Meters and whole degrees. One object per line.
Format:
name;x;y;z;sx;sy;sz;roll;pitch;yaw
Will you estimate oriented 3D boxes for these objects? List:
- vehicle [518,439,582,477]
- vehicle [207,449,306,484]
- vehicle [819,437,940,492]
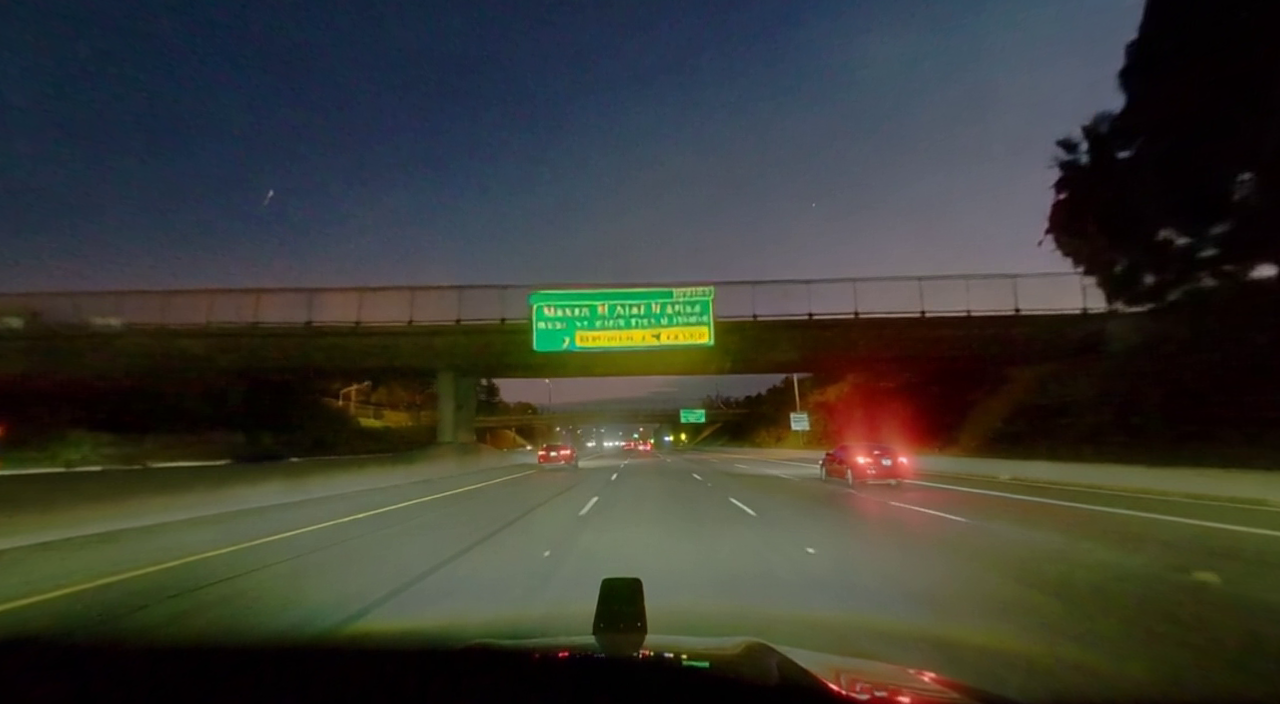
vehicle;-3.956;4.747;28.530;2.085;1.533;4.861;0;-8;1
vehicle;-17.545;5.225;29.134;1.820;1.487;4.311;0;-8;1
vehicle;7.179;3.408;19.490;1.914;1.465;4.574;0;-8;-1
